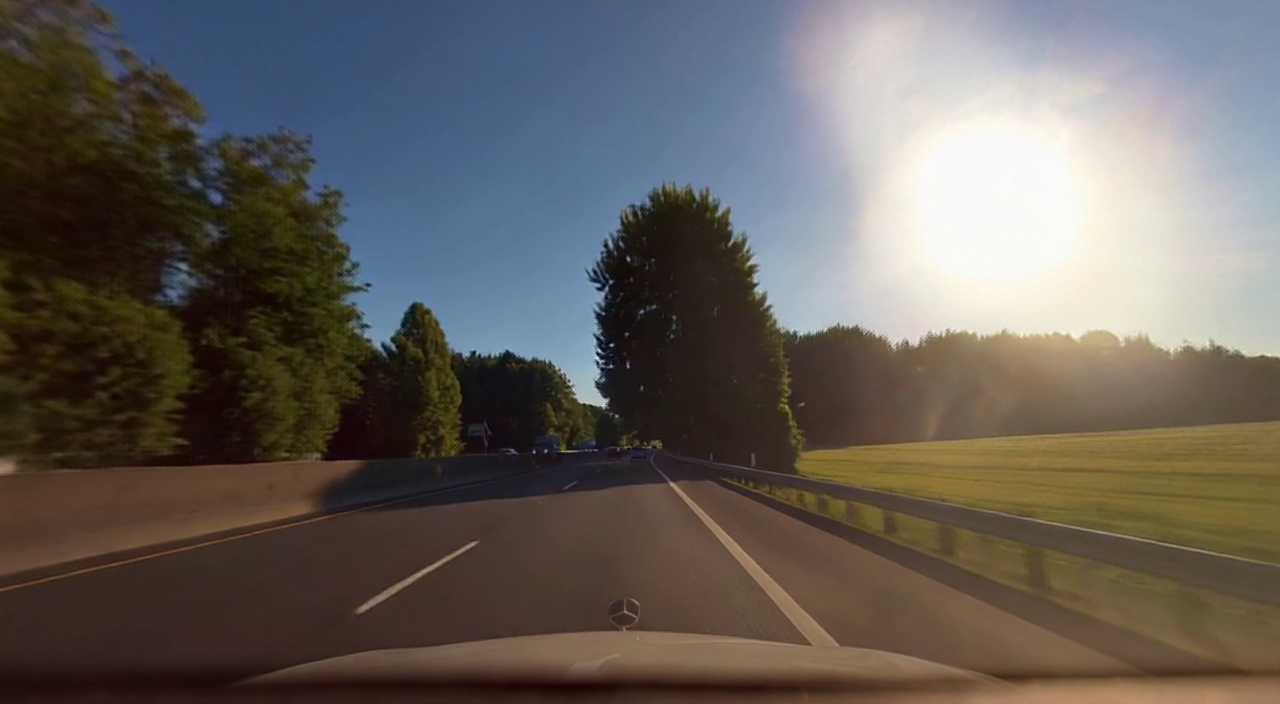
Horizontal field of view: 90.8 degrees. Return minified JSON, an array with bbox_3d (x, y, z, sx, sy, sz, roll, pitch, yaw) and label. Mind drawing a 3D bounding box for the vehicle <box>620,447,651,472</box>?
[{"bbox_3d":[-0.268,6.669,39.298,1.853,1.436,3.438,0,-9,-1],"label":"vehicle"}]
